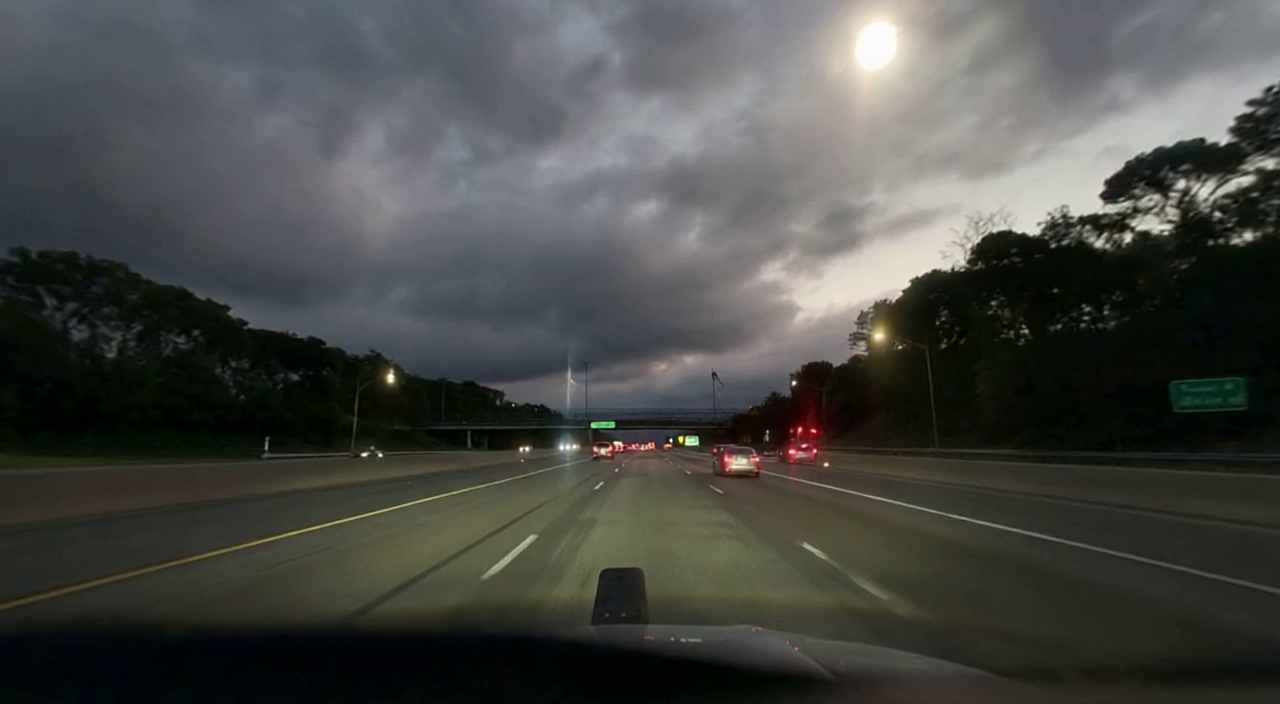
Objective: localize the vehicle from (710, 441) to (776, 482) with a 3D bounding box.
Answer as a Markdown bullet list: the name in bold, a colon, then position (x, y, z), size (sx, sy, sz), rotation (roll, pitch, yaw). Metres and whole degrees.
- **vehicle**: position (4.086, 4.405, 25.710), size (1.908, 1.483, 4.259), rotation (0, -8, -1)
